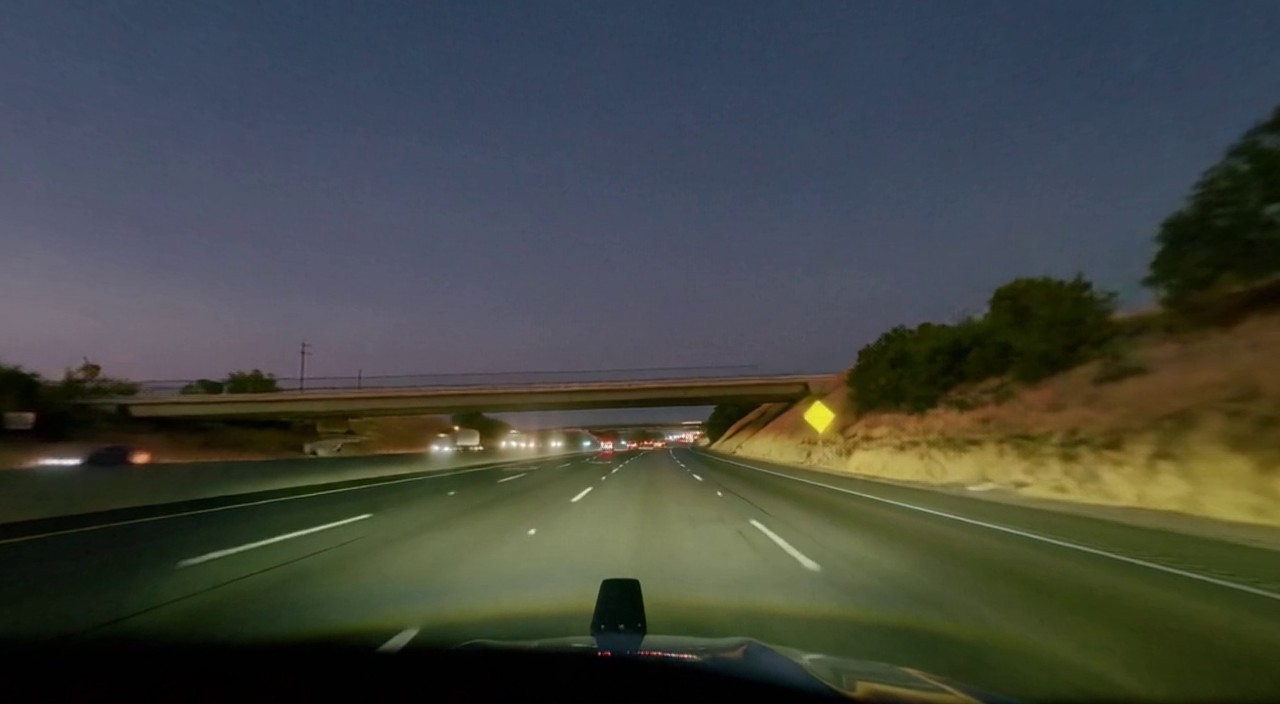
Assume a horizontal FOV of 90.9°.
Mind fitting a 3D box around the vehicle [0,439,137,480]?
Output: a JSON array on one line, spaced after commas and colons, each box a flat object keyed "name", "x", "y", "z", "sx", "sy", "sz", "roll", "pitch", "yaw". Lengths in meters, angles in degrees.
[{"name": "vehicle", "x": -28.811, "y": 5.353, "z": 31.676, "sx": 2.099, "sy": 1.830, "sz": 5.661, "roll": -1, "pitch": -9, "yaw": 4}]
